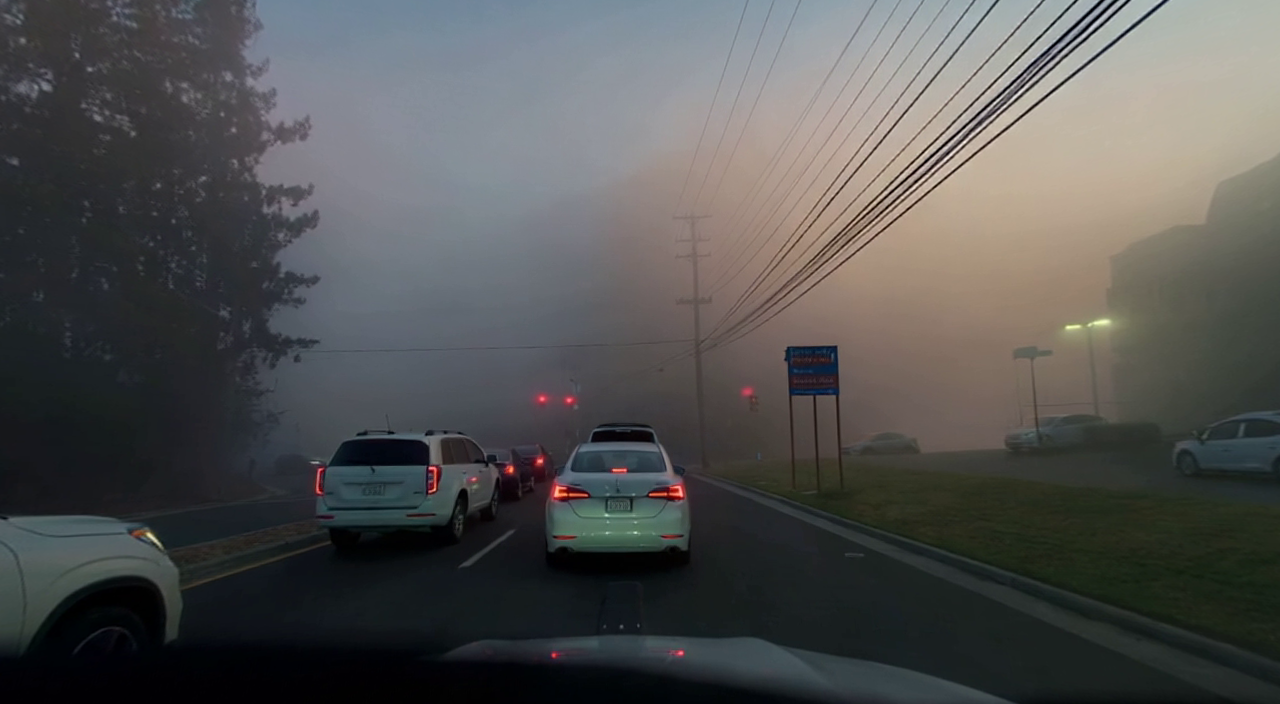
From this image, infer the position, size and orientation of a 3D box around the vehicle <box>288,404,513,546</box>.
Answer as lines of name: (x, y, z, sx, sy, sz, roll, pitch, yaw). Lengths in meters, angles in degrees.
vehicle: (-3.848, 2.086, 11.372, 2.147, 1.963, 4.927, 0, -8, -1)

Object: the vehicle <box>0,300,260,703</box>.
vehicle: (-3.587, 0.636, 1.530, 2.085, 1.943, 5.053, 0, -8, 1)

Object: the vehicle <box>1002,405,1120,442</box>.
vehicle: (26.852, 4.634, 40.509, 5.782, 2.286, 2.223, -1, -9, 4)

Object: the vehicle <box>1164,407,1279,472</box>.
vehicle: (17.014, 2.548, 18.279, 1.858, 1.622, 4.491, -5, -10, 28)

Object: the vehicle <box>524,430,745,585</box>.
vehicle: (-0.099, 1.801, 8.143, 2.121, 1.474, 3.968, 0, -8, -1)
